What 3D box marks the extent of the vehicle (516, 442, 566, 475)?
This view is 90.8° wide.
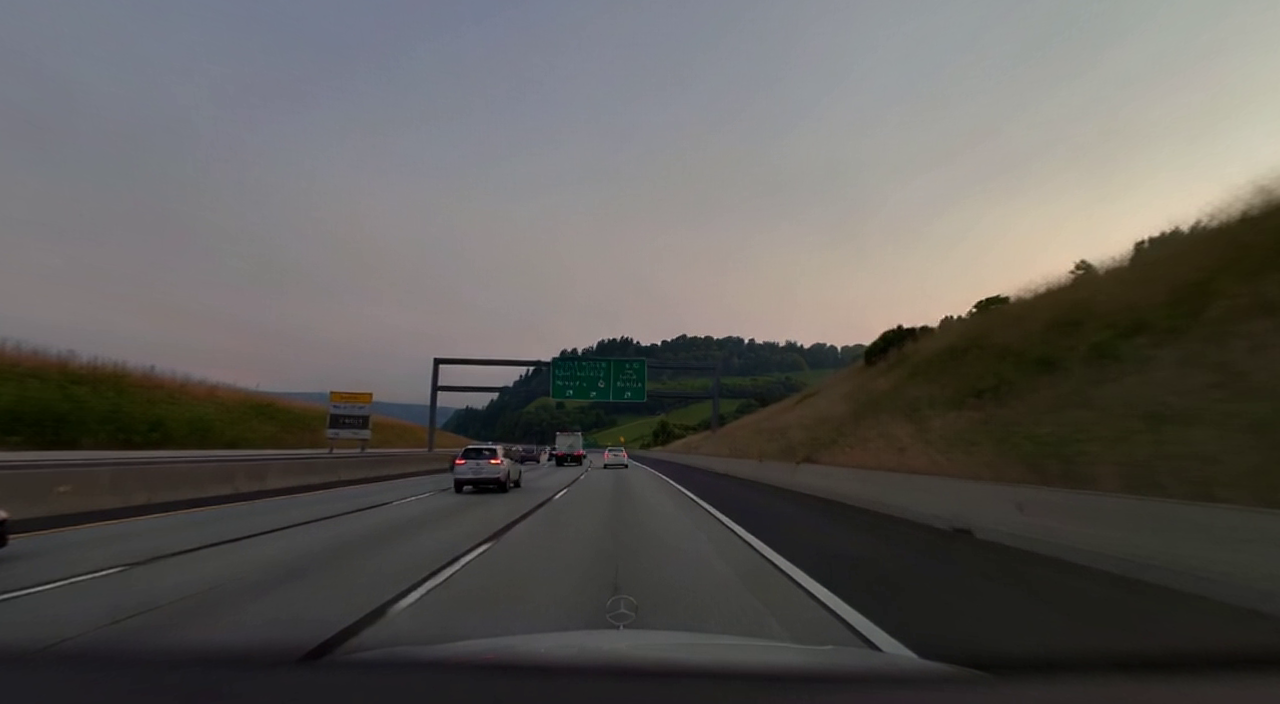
[{"bbox_3d":[-5.270,5.731,34.039,2.118,1.624,4.032,0,-9,-2],"label":"vehicle"}]

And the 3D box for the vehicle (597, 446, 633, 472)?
[{"bbox_3d":[-1.547,6.297,37.375,1.988,1.440,4.201,0,-9,-4],"label":"vehicle"}]

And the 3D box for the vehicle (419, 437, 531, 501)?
[{"bbox_3d":[-4.679,3.386,18.643,2.208,1.619,4.162,0,-9,0],"label":"vehicle"}]
